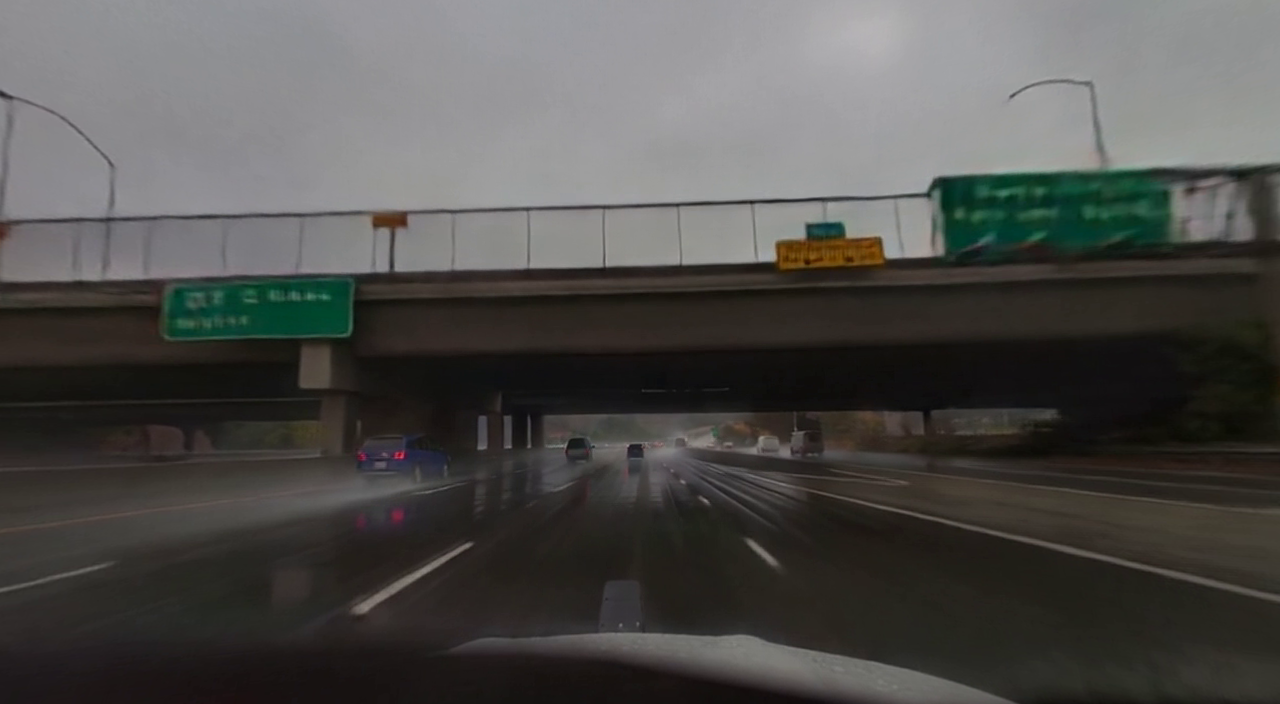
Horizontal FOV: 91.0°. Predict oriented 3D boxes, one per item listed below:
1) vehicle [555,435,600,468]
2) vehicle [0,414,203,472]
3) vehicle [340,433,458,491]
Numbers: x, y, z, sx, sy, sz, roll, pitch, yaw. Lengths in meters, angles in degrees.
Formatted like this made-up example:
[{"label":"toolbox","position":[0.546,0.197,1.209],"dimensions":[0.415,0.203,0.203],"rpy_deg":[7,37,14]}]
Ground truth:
[{"label":"vehicle","position":[-3.687,5.978,38.054],"dimensions":[2.144,1.847,4.850],"rpy_deg":[0,-8,1]},{"label":"vehicle","position":[-41.288,7.147,49.309],"dimensions":[2.851,3.802,15.642],"rpy_deg":[0,-8,0]},{"label":"vehicle","position":[-7.896,3.625,21.190],"dimensions":[2.092,1.712,4.627],"rpy_deg":[0,-8,1]}]
